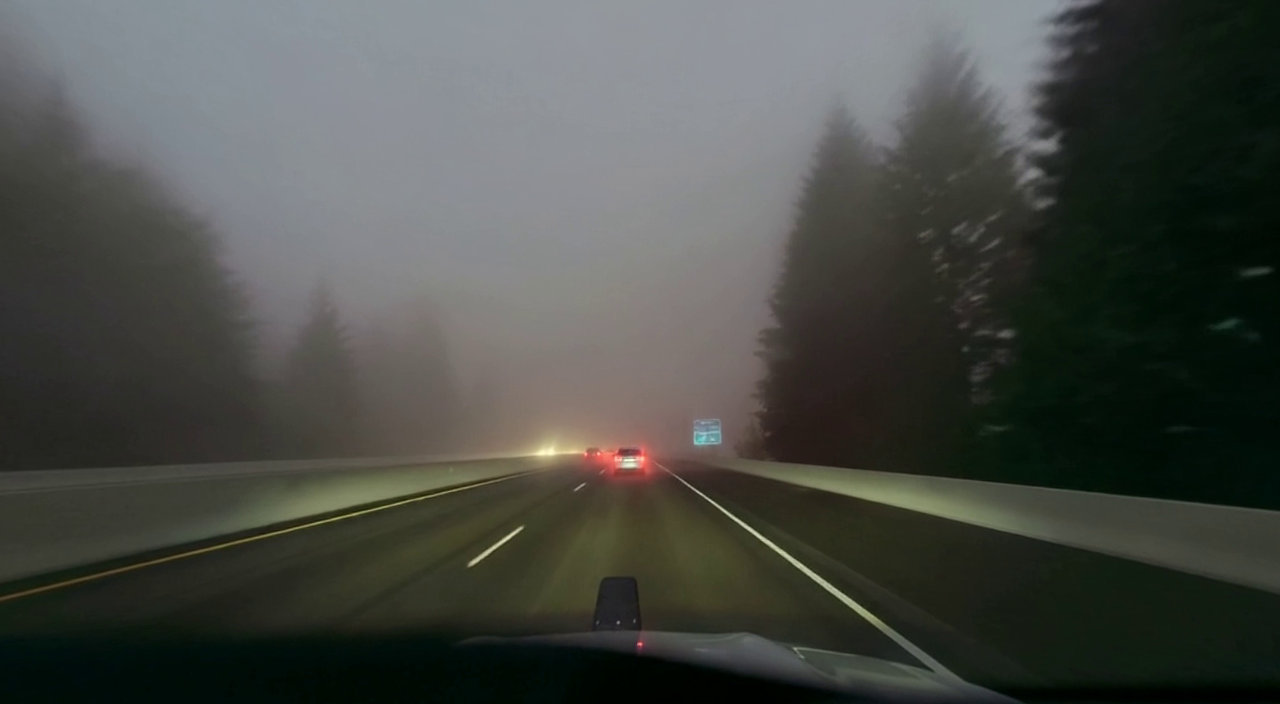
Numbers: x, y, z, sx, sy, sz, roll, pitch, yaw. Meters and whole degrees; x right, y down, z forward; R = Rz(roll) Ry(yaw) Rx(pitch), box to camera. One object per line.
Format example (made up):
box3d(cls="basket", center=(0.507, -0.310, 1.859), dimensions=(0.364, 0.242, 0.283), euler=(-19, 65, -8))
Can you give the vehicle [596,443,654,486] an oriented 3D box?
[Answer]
box3d(cls="vehicle", center=(-0.557, 4.340, 24.400), dimensions=(2.066, 1.490, 3.759), euler=(-1, -9, 0))
